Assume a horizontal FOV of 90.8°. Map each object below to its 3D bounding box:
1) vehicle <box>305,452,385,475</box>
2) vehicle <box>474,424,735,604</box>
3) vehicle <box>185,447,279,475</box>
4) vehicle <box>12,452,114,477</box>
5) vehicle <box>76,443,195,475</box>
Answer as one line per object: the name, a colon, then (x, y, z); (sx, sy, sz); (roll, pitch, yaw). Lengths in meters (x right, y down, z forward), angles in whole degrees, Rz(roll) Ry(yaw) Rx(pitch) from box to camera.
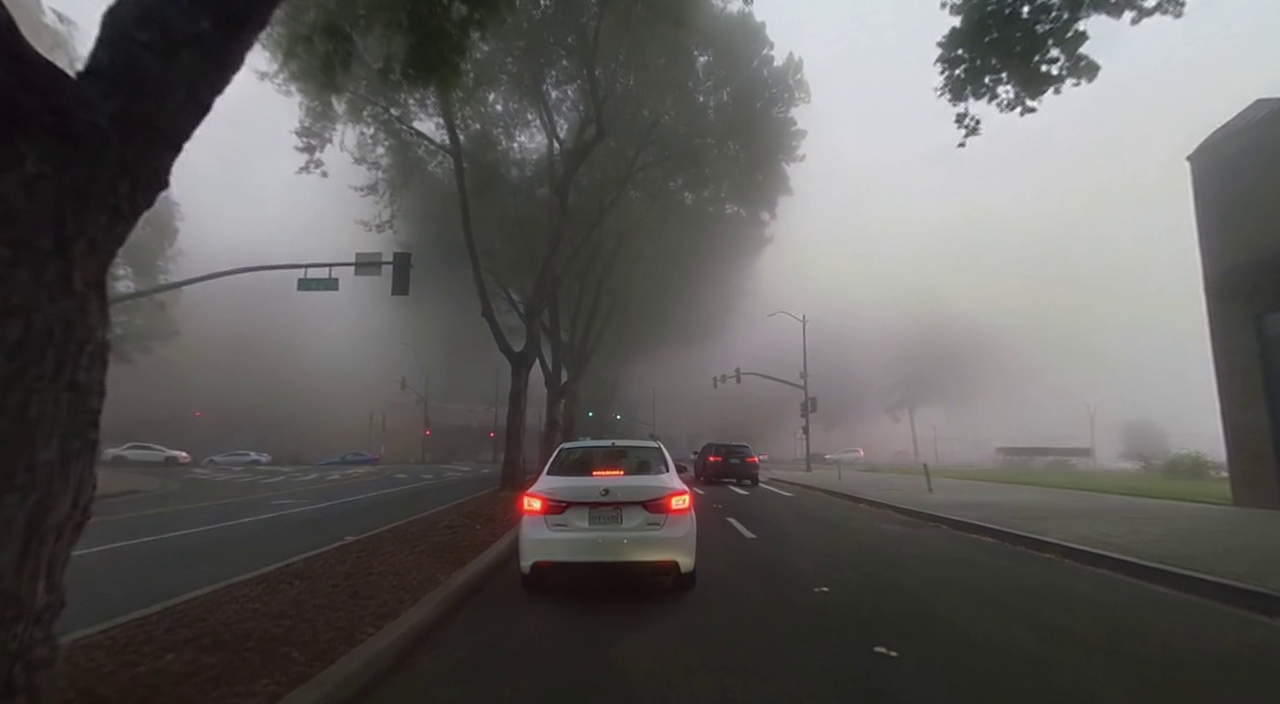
vehicle: (-19.747, 7.463, 42.478); (4.548, 1.449, 1.802); (2, -9, -13)
vehicle: (-0.303, 1.671, 7.476); (2.173, 1.479, 4.264); (0, -8, 0)
vehicle: (-26.319, 7.029, 40.906); (4.575, 1.718, 2.008); (2, -9, -12)
vehicle: (-35.540, 6.935, 39.007); (4.199, 1.432, 1.727); (2, -9, -12)
vehicle: (-29.010, 6.163, 36.503); (4.877, 1.754, 1.978); (2, -9, -12)
